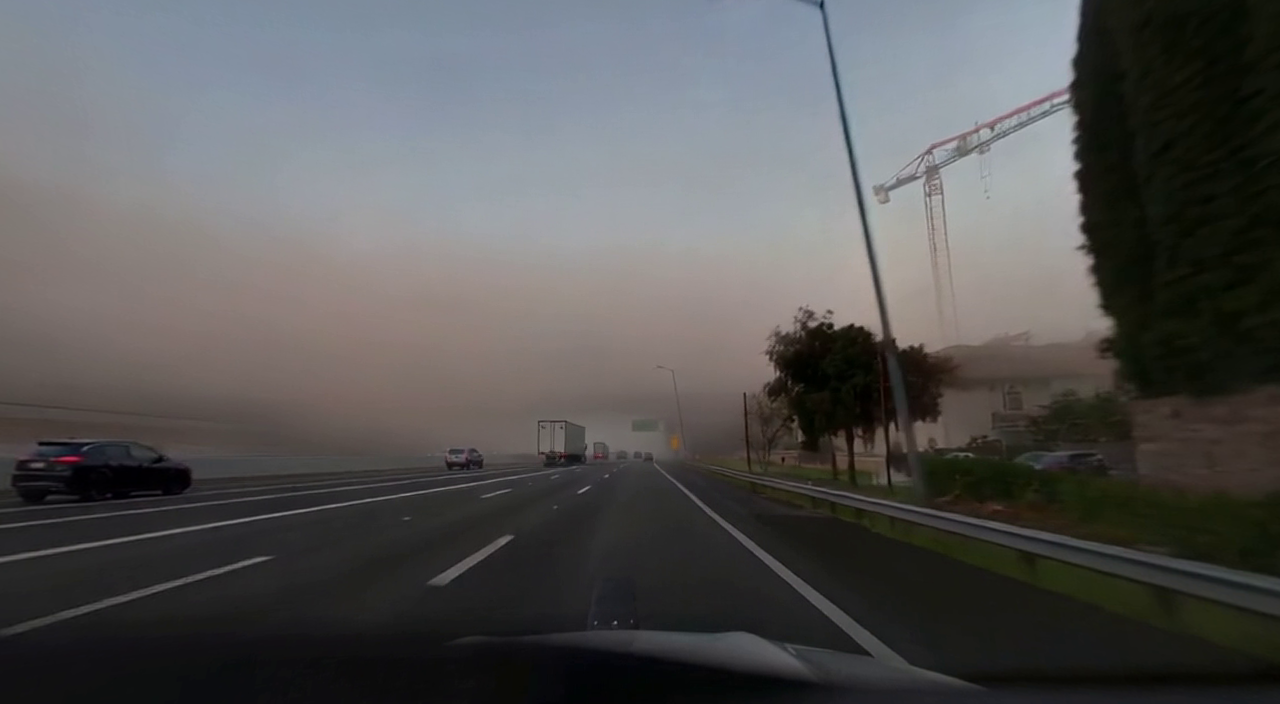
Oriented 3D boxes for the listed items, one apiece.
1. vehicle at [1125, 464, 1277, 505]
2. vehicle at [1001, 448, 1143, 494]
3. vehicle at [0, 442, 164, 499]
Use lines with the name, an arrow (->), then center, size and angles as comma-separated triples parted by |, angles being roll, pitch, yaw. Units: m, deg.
vehicle -> 22.753, 5.380, 25.737 | 4.308, 1.519, 1.951 | 0, -8, -1
vehicle -> 22.603, 6.218, 33.208 | 5.721, 1.944, 2.251 | -3, -7, -1
vehicle -> -19.499, 4.062, 22.159 | 1.932, 1.752, 4.541 | 0, -9, 2
